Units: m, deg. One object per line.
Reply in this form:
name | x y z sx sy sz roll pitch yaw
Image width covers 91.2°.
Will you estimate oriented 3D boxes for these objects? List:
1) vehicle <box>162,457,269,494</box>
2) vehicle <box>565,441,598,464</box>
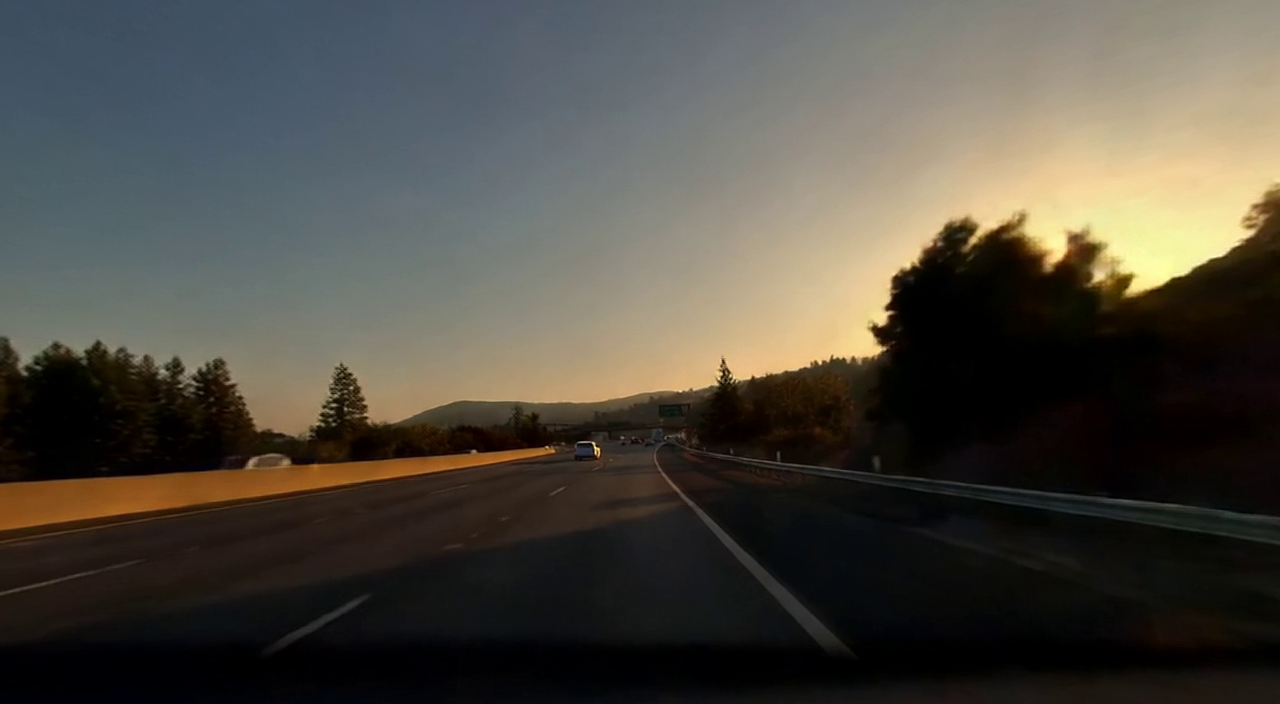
vehicle | -20.340 5.900 30.301 1.974 1.589 4.426 0 -9 1
vehicle | -4.218 7.349 45.976 1.998 1.584 4.005 0 -9 1
